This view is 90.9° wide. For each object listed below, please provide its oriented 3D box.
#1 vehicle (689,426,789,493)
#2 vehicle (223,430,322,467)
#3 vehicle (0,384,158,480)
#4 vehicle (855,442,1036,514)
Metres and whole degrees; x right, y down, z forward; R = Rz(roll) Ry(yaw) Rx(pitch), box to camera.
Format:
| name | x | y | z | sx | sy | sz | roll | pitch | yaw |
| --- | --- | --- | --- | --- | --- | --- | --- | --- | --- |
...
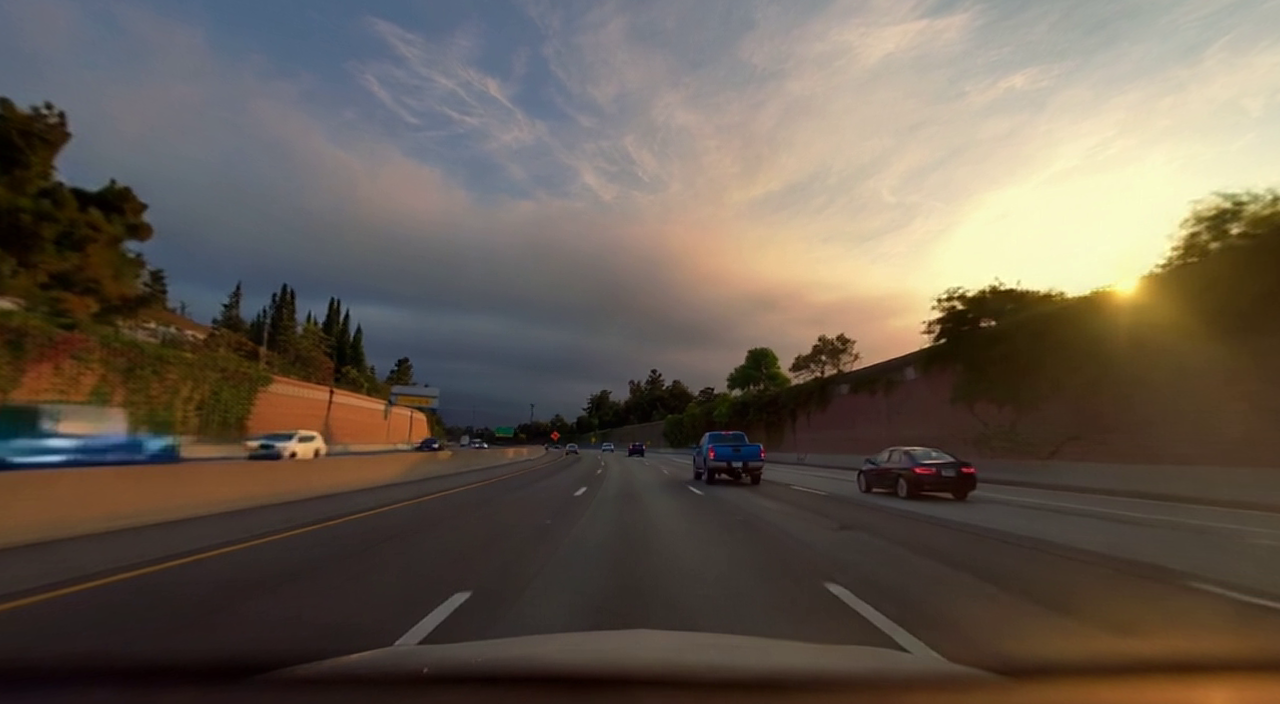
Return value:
| name | x | y | z | sx | sy | sz | roll | pitch | yaw |
| --- | --- | --- | --- | --- | --- | --- | --- | --- | --- |
| vehicle | 3.157 | 3.599 | 21.513 | 2.374 | 1.952 | 5.431 | 0 | -8 | -2 |
| vehicle | -17.711 | 4.669 | 30.667 | 2.118 | 1.616 | 4.575 | 0 | -8 | -1 |
| vehicle | -14.171 | 1.805 | 14.010 | 2.324 | 1.948 | 5.784 | 0 | -8 | 0 |
| vehicle | 7.332 | 3.036 | 15.890 | 1.976 | 1.485 | 4.925 | 0 | -8 | -2 |
